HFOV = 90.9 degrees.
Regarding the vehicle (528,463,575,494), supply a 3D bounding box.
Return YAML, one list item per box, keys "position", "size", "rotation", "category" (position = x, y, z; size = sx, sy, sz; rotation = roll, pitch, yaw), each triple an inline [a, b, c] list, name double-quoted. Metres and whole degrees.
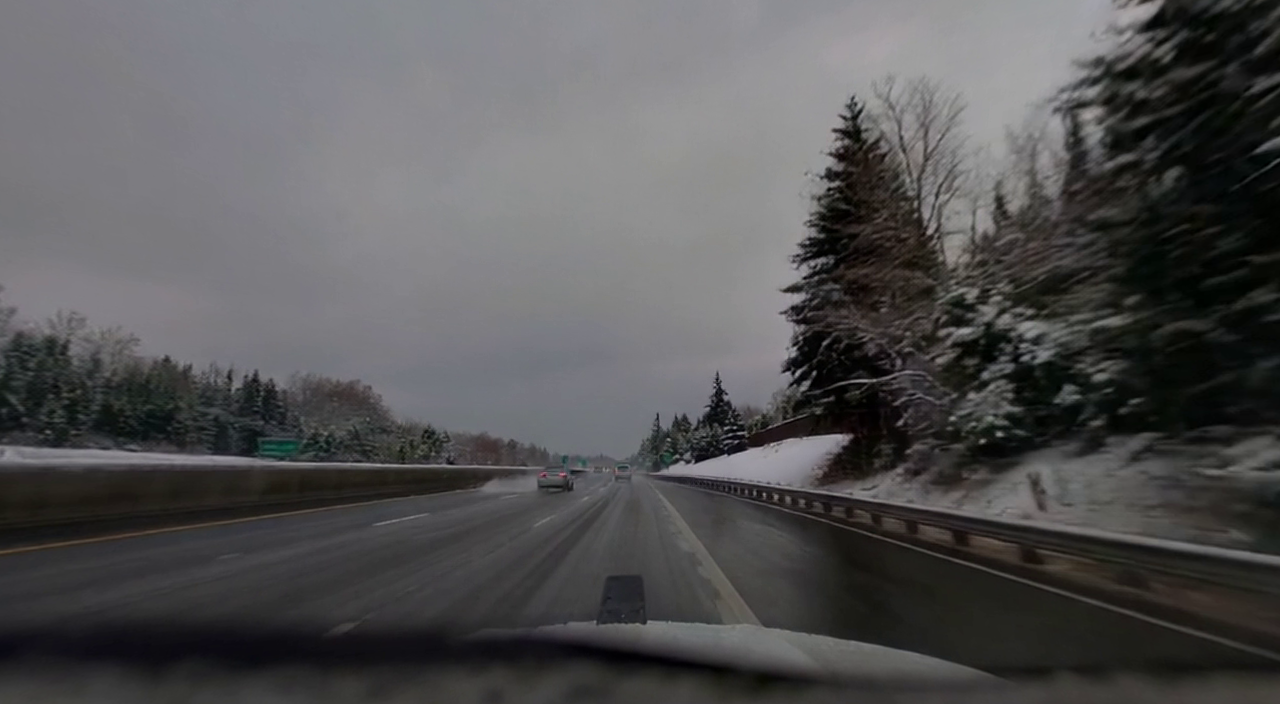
- position: [-4.945, 7.160, 35.860]
  size: [2.039, 1.605, 4.365]
  rotation: [1, -10, 0]
  category: "vehicle"
